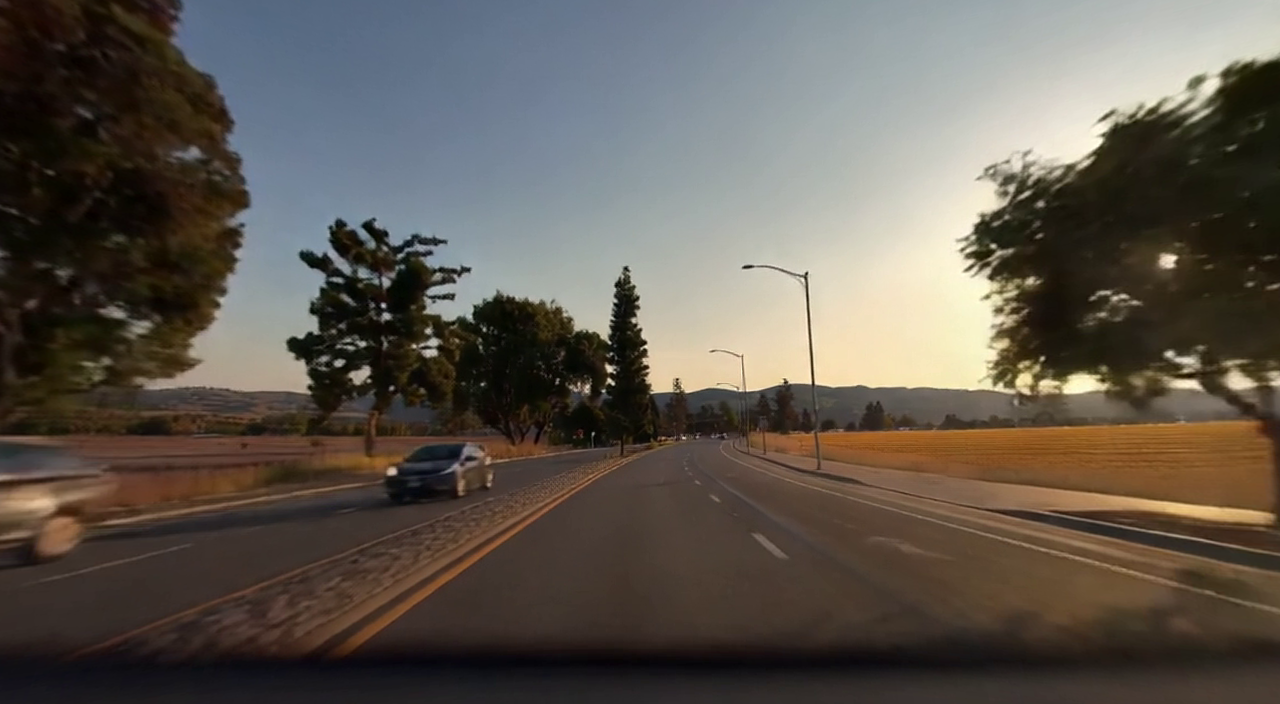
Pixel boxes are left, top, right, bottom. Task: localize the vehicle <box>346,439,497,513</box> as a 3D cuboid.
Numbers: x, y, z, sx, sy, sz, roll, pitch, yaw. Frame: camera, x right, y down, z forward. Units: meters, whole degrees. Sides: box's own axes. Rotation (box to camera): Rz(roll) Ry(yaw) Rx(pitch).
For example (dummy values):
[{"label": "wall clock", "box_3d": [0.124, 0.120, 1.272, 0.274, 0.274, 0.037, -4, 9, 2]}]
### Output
[{"label": "vehicle", "box_3d": [-4.817, 2.765, 14.632, 1.989, 1.461, 4.081, 0, -8, 1]}]
